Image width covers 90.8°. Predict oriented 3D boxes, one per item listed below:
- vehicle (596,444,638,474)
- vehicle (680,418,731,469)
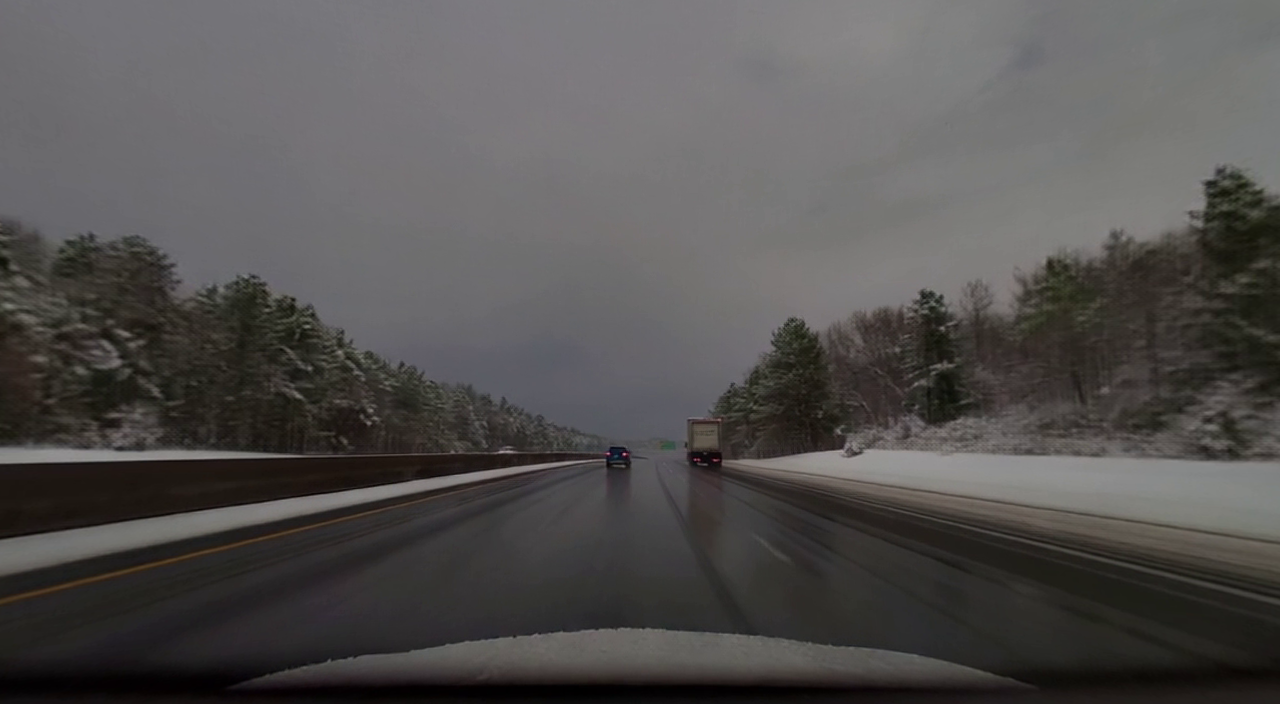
[{"bbox_3d":[-1.317,6.472,38.166,2.297,1.683,4.385,0,-9,2],"label":"vehicle"},{"bbox_3d":[4.796,7.001,48.016,2.960,3.547,8.560,0,-9,0],"label":"vehicle"}]
